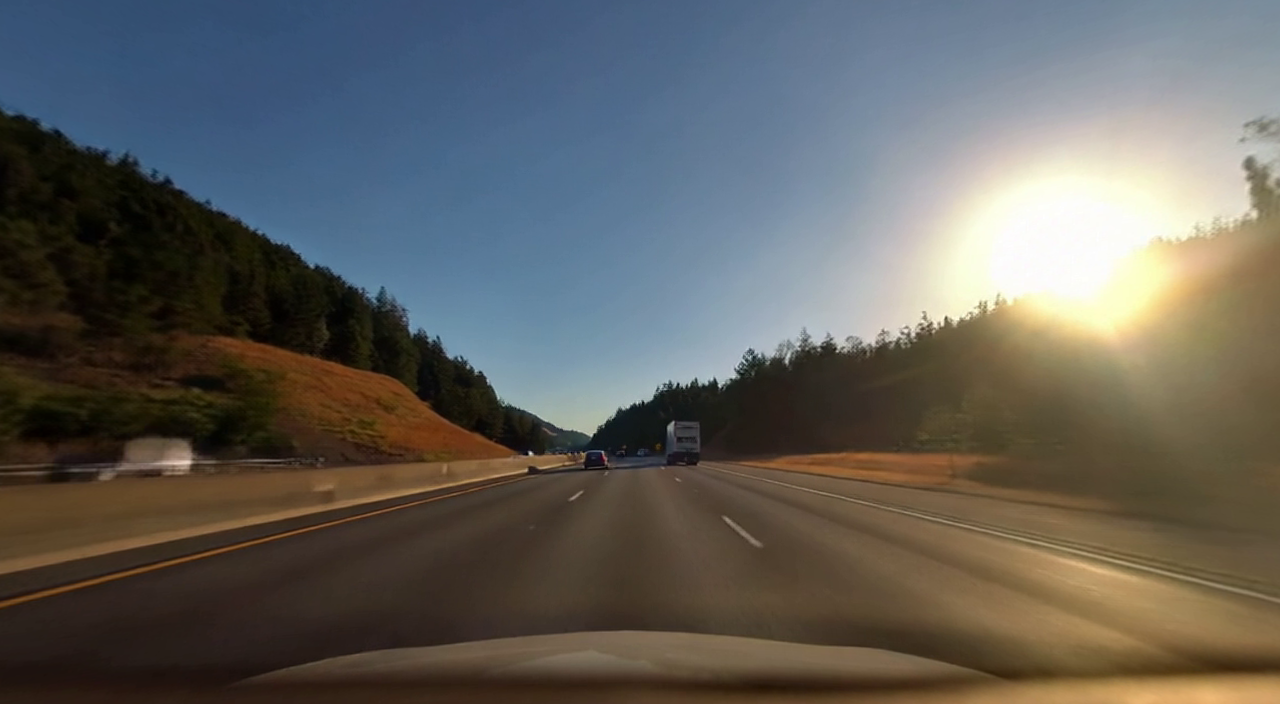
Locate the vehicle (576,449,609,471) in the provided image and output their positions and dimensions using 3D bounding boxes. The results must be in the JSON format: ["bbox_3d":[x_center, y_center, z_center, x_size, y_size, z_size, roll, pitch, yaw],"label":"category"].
[{"bbox_3d":[-3.393,7.843,46.113,2.091,1.522,4.301,0,-9,0],"label":"vehicle"}]
